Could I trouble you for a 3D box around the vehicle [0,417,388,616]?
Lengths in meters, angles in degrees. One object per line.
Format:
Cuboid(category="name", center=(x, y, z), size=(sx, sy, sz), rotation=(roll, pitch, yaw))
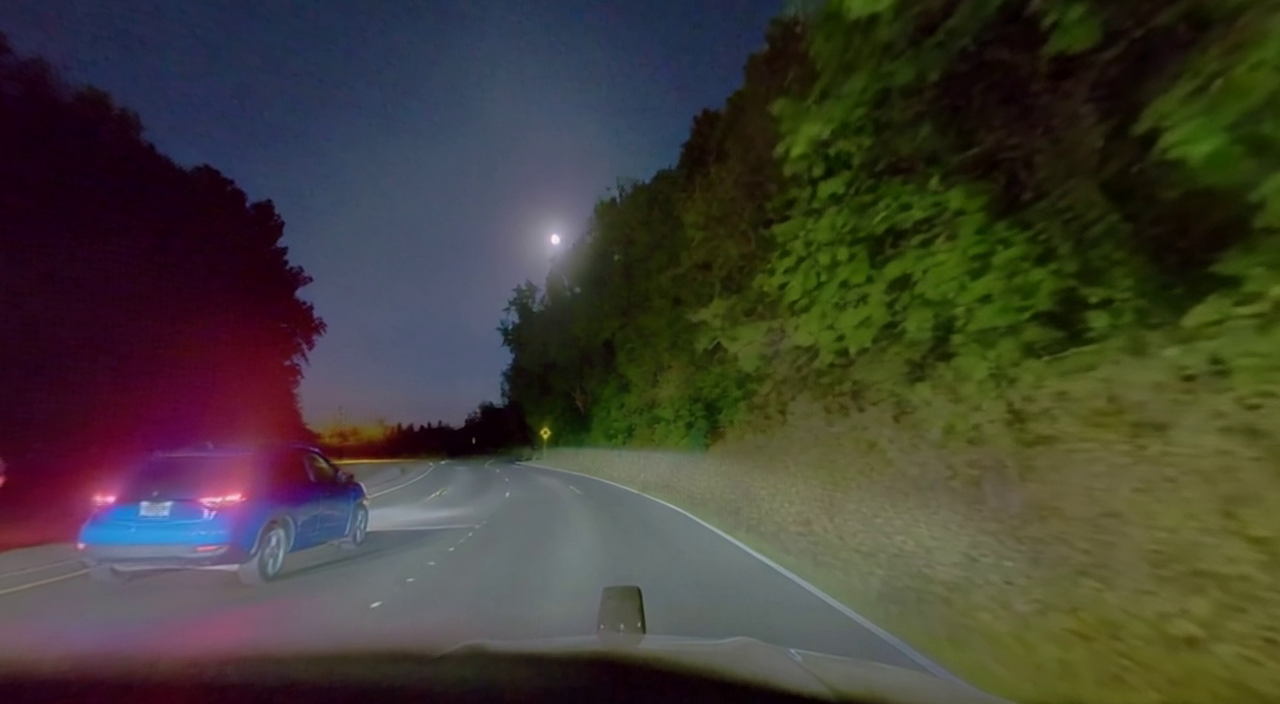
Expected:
Cuboid(category="vehicle", center=(-4.698, 1.667, 7.238), size=(2.078, 1.607, 3.959), rotation=(0, -9, -3))
